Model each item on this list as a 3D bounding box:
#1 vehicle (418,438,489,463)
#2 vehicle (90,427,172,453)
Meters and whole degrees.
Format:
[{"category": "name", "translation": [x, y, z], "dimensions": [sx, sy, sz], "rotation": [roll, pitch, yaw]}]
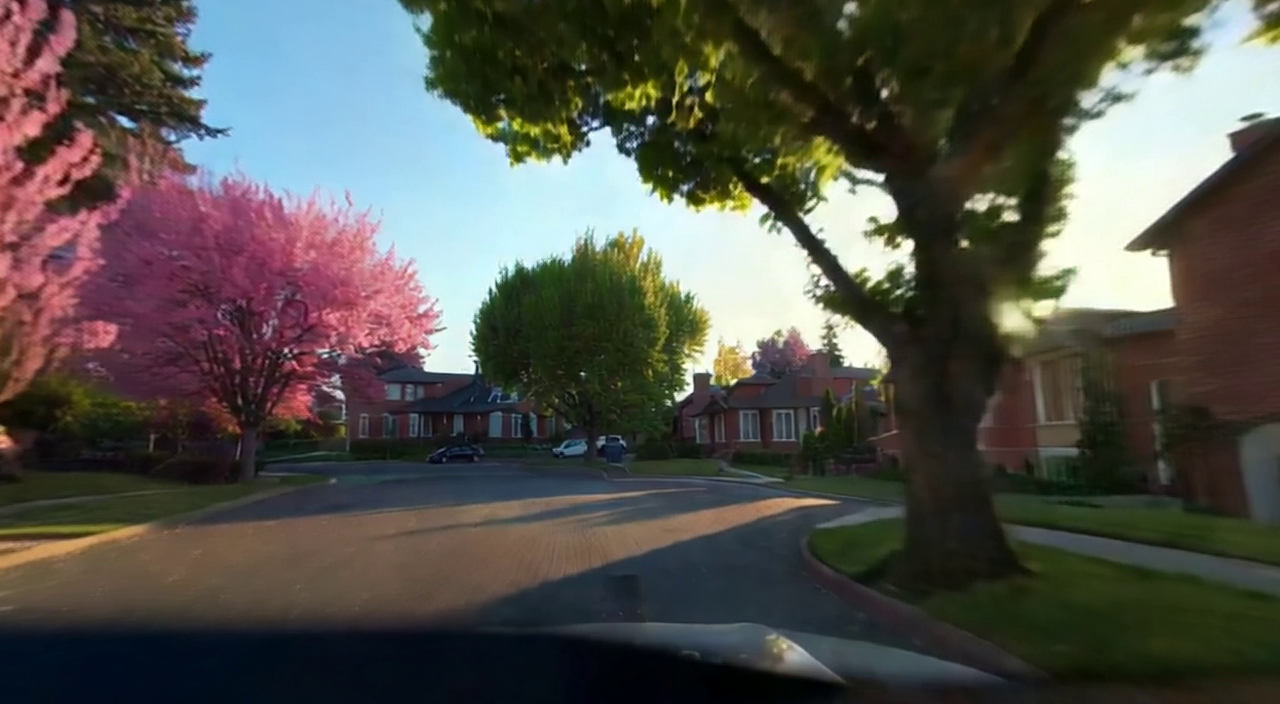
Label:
[{"category": "vehicle", "translation": [-14.244, 7.551, 48.531], "dimensions": [4.815, 1.827, 2.147], "rotation": [1, -9, -3]}, {"category": "vehicle", "translation": [-35.883, 6.228, 44.570], "dimensions": [4.237, 1.728, 2.203], "rotation": [-2, -9, 14]}]
